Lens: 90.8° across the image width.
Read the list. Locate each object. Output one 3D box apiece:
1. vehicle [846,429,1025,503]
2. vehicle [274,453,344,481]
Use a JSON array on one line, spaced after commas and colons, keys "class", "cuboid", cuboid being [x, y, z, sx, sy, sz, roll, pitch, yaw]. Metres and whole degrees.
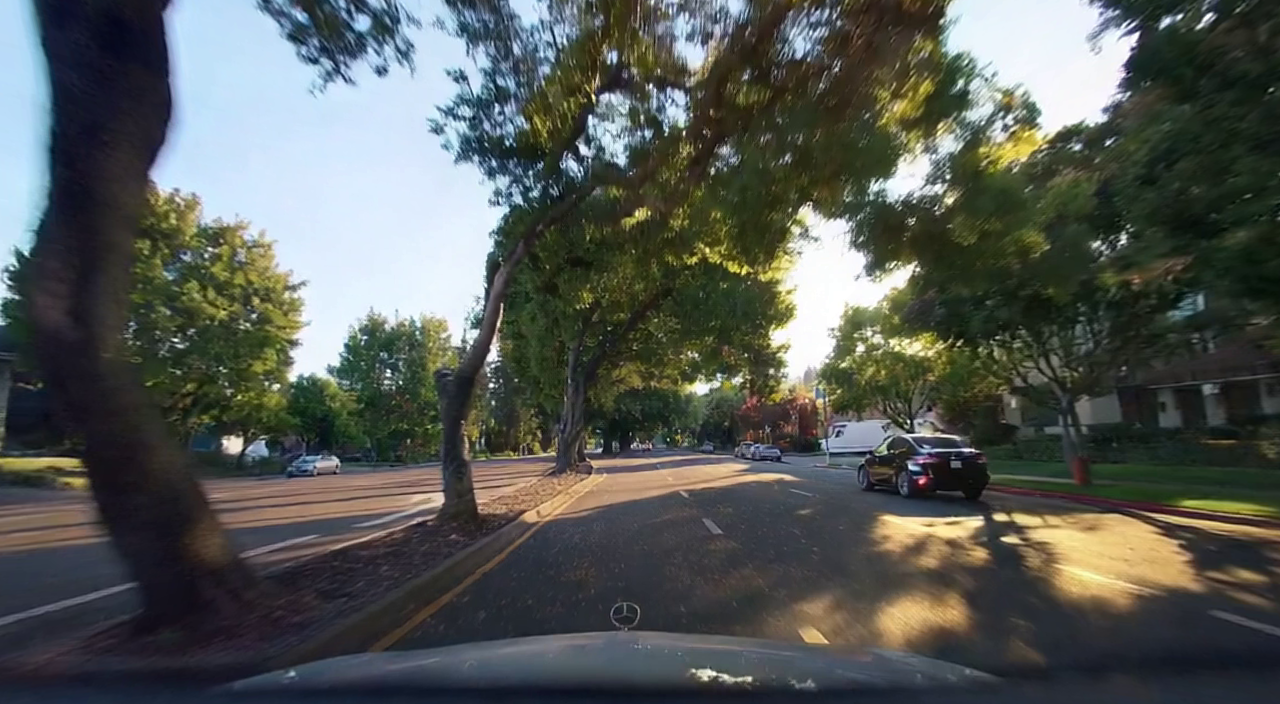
[{"class": "vehicle", "cuboid": [7.372, 2.895, 16.464, 2.053, 1.628, 4.717, 1, -9, -5]}, {"class": "vehicle", "cuboid": [-20.633, 7.158, 39.591, 1.945, 1.469, 4.539, -1, -8, 0]}]
